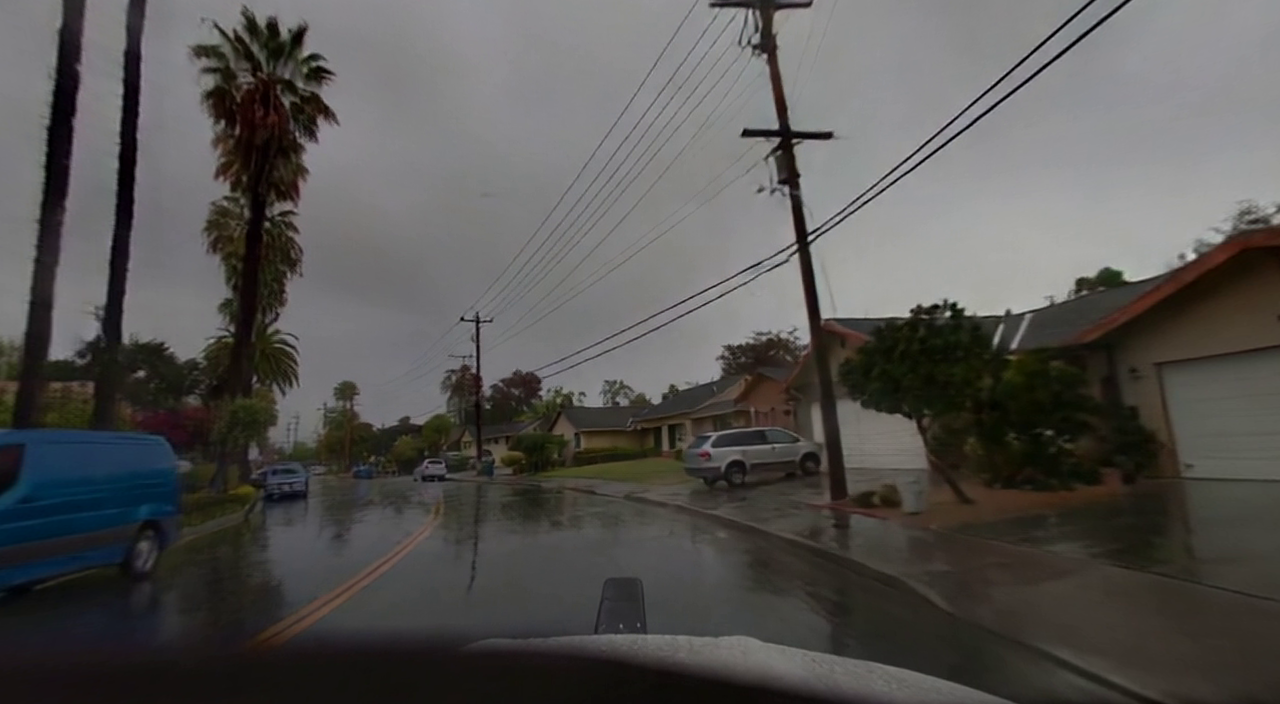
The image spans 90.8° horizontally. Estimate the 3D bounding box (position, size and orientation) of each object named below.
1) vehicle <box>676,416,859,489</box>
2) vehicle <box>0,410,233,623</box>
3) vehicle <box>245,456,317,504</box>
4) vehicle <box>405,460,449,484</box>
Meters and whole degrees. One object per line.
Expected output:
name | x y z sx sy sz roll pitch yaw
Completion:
vehicle | 3.991 3.150 20.059 5.102 2.040 2.472 3 -9 -21
vehicle | -8.028 2.026 7.949 2.552 2.134 6.076 -2 -10 -9
vehicle | -15.546 5.534 27.365 2.410 1.790 4.699 4 -12 -30
vehicle | -14.669 8.196 43.433 1.870 1.490 3.802 5 -10 -33
